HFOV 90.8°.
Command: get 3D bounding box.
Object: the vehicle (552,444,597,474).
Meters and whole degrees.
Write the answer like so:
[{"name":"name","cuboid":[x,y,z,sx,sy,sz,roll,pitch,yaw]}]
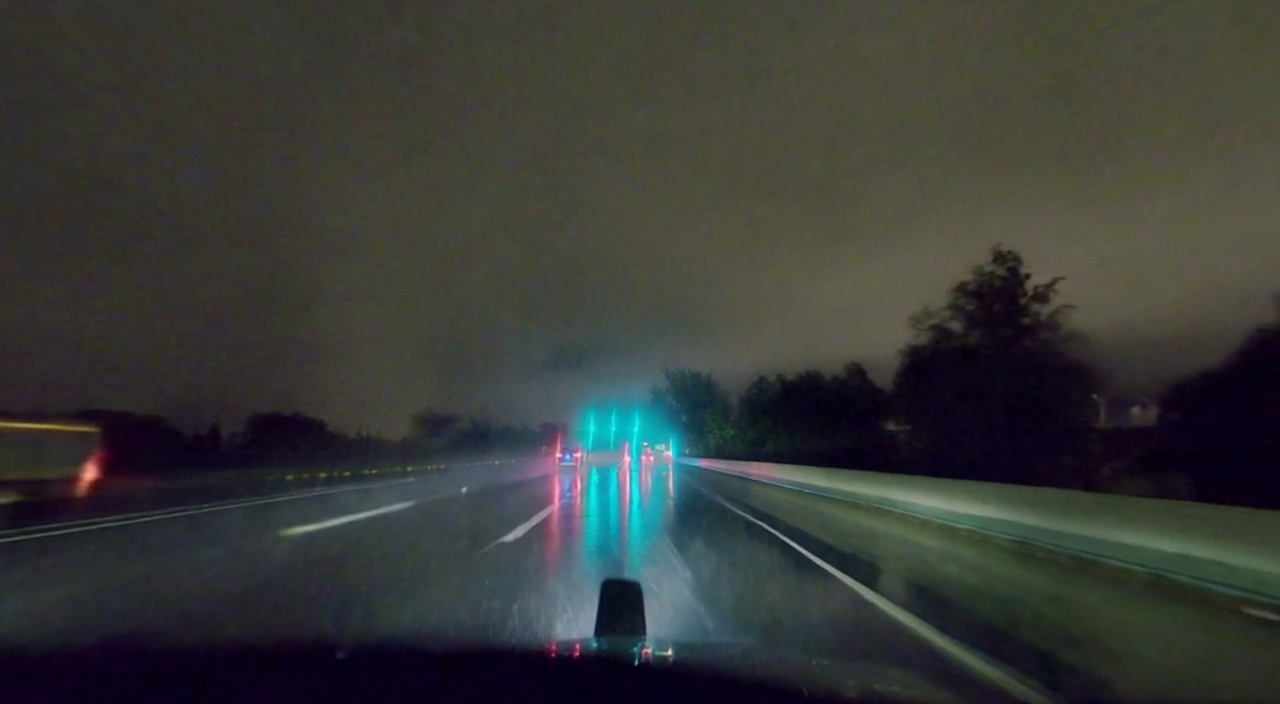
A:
[{"name":"vehicle","cuboid":[-4.188,6.938,41.150,2.272,1.759,5.058,0,-9,1]}]
